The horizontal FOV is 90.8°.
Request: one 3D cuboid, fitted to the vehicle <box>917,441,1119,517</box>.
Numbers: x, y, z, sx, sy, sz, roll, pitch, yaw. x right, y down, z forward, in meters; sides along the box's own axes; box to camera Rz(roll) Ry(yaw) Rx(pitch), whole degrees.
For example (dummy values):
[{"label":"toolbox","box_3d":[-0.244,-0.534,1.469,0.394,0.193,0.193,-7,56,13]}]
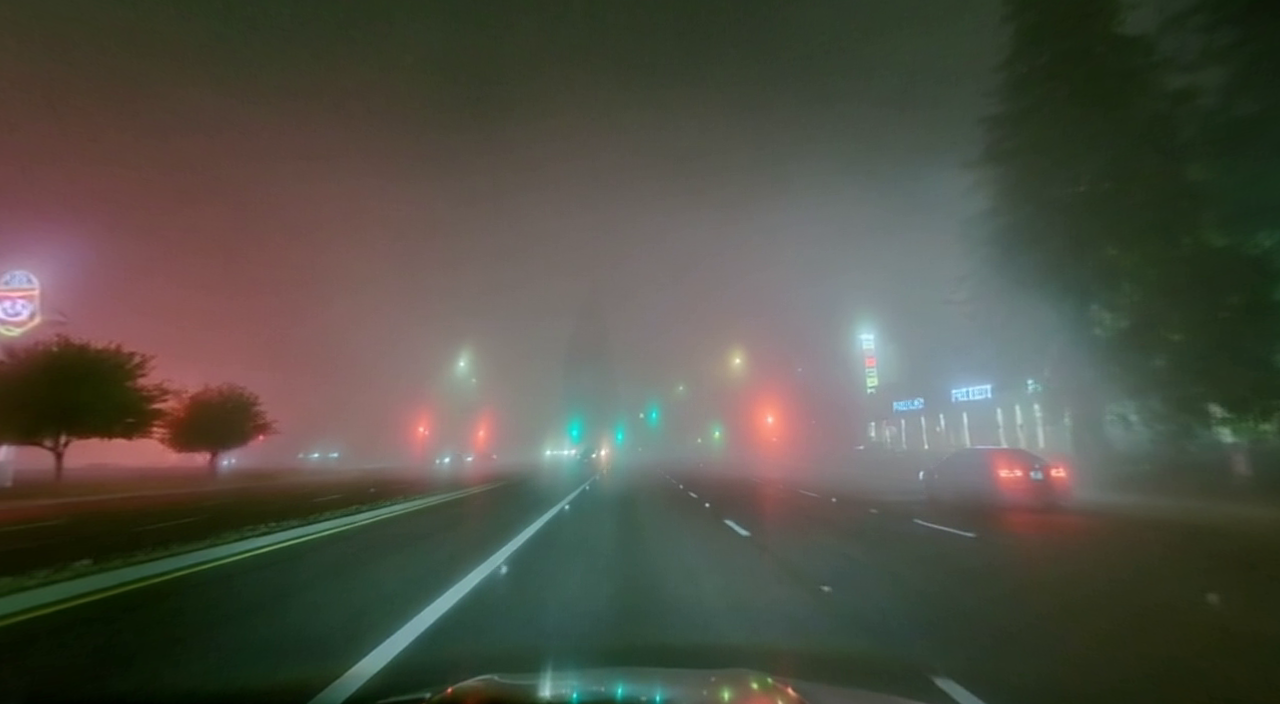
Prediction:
[{"label":"vehicle","box_3d":[8.340,2.799,14.516,1.936,1.460,4.258,0,-8,-1]}]
